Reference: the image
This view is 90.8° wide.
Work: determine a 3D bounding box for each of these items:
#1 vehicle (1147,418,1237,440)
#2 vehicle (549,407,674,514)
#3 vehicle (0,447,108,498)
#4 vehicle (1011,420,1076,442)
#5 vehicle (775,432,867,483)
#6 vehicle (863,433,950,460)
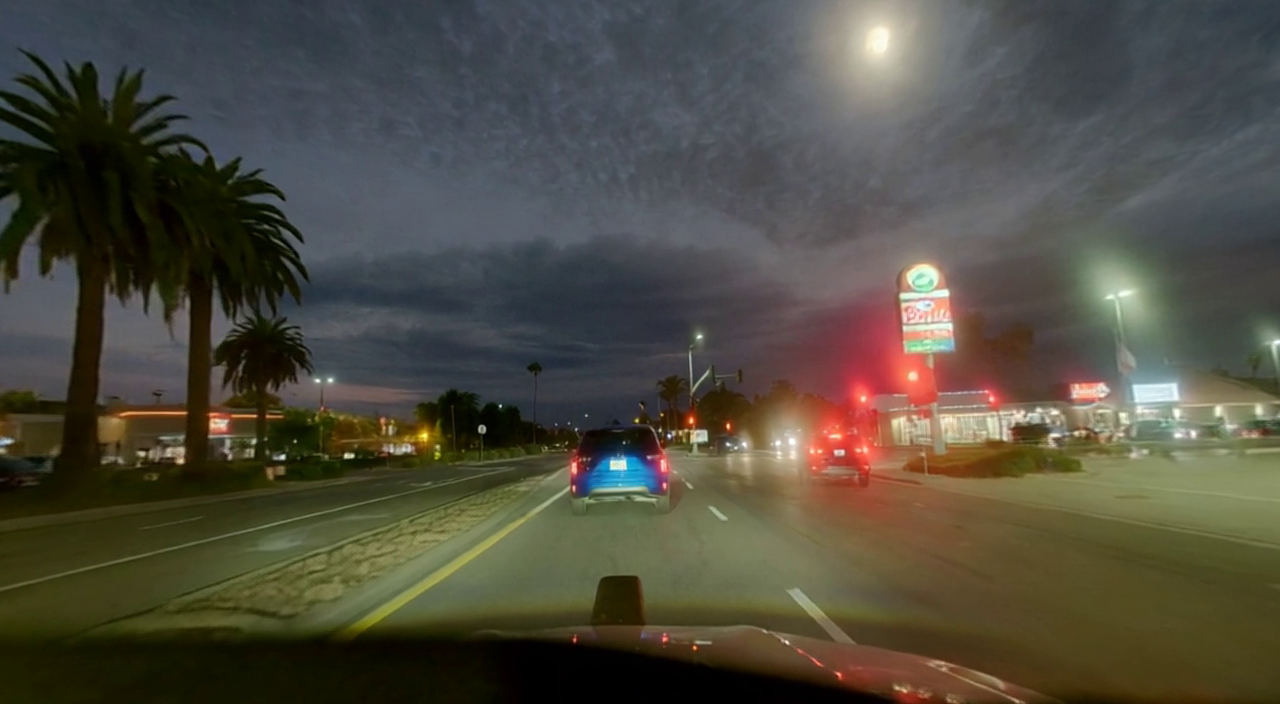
[{"bbox_3d":[39.067,5.478,44.879,4.527,1.458,1.778,-6,-10,34],"label":"vehicle"},{"bbox_3d":[-0.579,2.317,13.909,2.263,1.932,4.709,0,-8,-2],"label":"vehicle"},{"bbox_3d":[-19.457,3.683,19.527,4.277,1.482,1.950,0,-8,2],"label":"vehicle"},{"bbox_3d":[31.727,6.274,49.775,4.167,1.655,1.841,-5,-10,31],"label":"vehicle"},{"bbox_3d":[6.163,3.634,22.066,2.086,1.560,4.542,-1,-8,3],"label":"vehicle"},{"bbox_3d":[15.405,5.433,36.510,4.745,1.474,1.923,4,-9,-26],"label":"vehicle"}]
